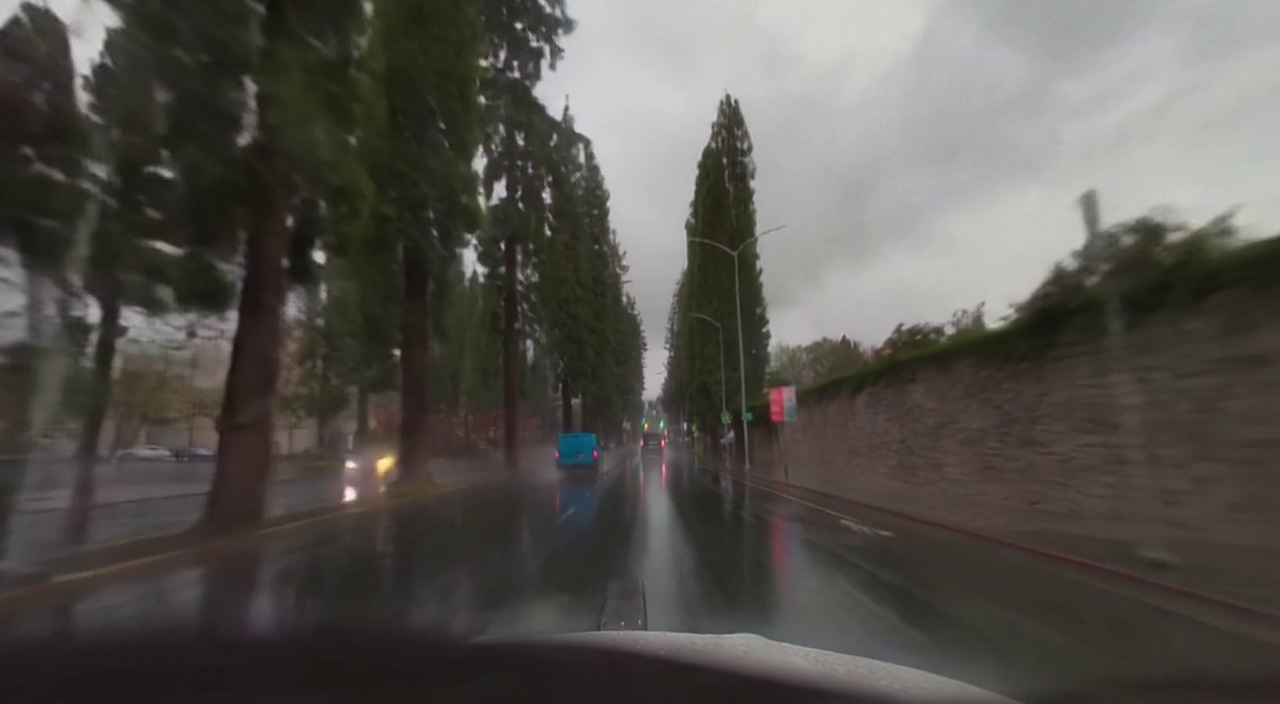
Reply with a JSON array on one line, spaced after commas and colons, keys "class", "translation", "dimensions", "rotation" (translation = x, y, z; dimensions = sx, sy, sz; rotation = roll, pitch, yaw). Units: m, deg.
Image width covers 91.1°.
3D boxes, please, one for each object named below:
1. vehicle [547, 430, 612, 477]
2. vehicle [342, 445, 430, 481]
[{"class": "vehicle", "translation": [-2.544, 4.448, 27.781], "dimensions": [2.281, 1.837, 4.845], "rotation": [0, -8, 2]}, {"class": "vehicle", "translation": [-11.459, 5.017, 28.699], "dimensions": [1.951, 1.490, 4.581], "rotation": [0, -8, 2]}]
